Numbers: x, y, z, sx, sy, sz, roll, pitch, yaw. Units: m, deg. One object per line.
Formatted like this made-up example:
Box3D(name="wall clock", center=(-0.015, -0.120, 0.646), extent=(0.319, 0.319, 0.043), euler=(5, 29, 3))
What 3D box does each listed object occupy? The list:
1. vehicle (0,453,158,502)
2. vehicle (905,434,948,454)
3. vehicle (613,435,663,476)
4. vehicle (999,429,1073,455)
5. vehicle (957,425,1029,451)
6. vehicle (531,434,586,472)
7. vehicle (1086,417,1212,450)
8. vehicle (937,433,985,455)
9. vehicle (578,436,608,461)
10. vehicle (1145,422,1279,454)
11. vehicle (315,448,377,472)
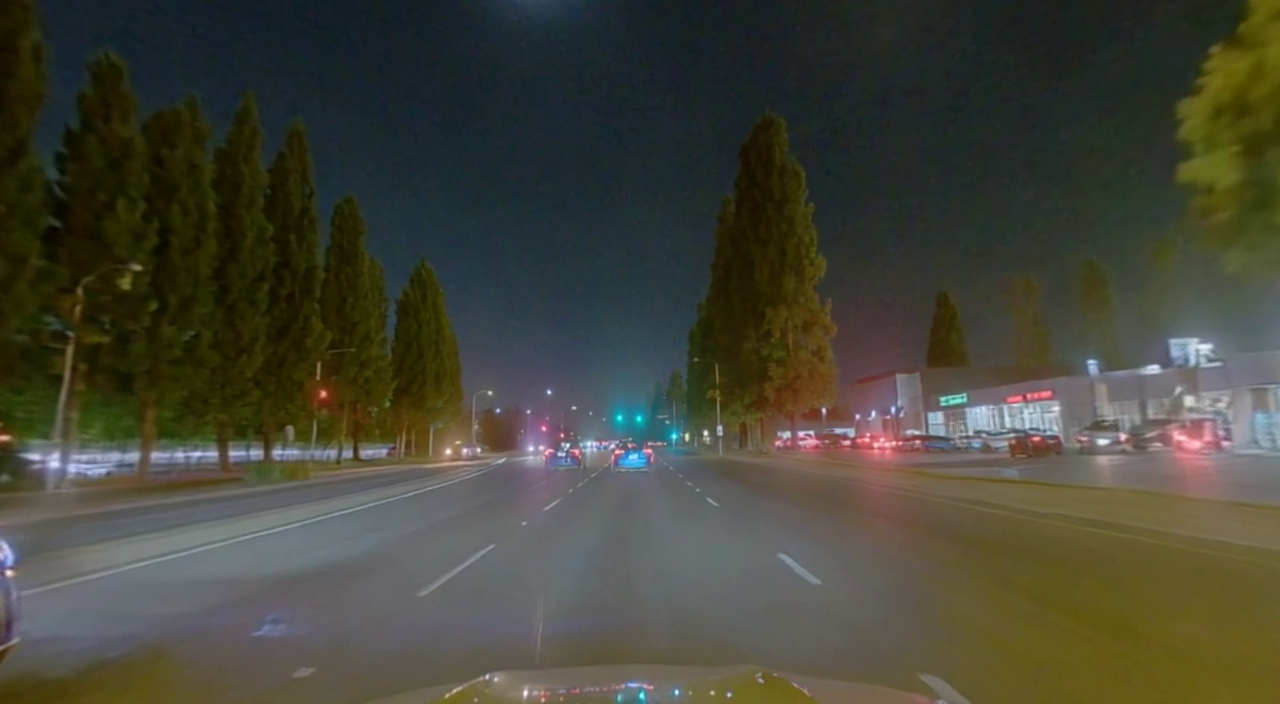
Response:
Box3D(name="vehicle", center=(-19.897, 4.367, 22.264), extent=(1.994, 1.475, 4.521), euler=(0, -8, 0))
Box3D(name="vehicle", center=(19.961, 6.427, 43.849), extent=(1.466, 1.357, 3.288), euler=(-1, -9, 1))
Box3D(name="vehicle", center=(-0.092, 4.508, 27.597), extent=(2.042, 1.641, 4.187), euler=(0, -8, 0))
Box3D(name="vehicle", center=(26.790, 6.083, 42.673), extent=(2.036, 1.668, 4.285), euler=(1, -7, -4))
Box3D(name="vehicle", center=(24.521, 6.059, 43.839), extent=(2.079, 1.656, 4.564), euler=(0, -10, -4))
Box3D(name="vehicle", center=(-3.970, 5.024, 31.318), extent=(2.113, 1.713, 4.422), euler=(0, -8, 0))
Box3D(name="vehicle", center=(30.297, 4.876, 37.514), extent=(5.405, 1.896, 2.219), euler=(-1, -8, 3))
Box3D(name="vehicle", center=(22.333, 6.385, 43.783), extent=(1.487, 1.361, 3.317), euler=(-1, -6, -1))
Box3D(name="vehicle", center=(-3.657, 7.632, 49.679), extent=(2.047, 1.810, 4.414), euler=(0, -8, 0))
Box3D(name="vehicle", center=(29.851, 4.496, 32.676), extent=(5.212, 1.538, 2.086), euler=(-1, -9, 2))
Box3D(name="vehicle", center=(-19.691, 7.234, 42.275), extent=(2.039, 1.497, 4.561), euler=(0, -8, 0))
